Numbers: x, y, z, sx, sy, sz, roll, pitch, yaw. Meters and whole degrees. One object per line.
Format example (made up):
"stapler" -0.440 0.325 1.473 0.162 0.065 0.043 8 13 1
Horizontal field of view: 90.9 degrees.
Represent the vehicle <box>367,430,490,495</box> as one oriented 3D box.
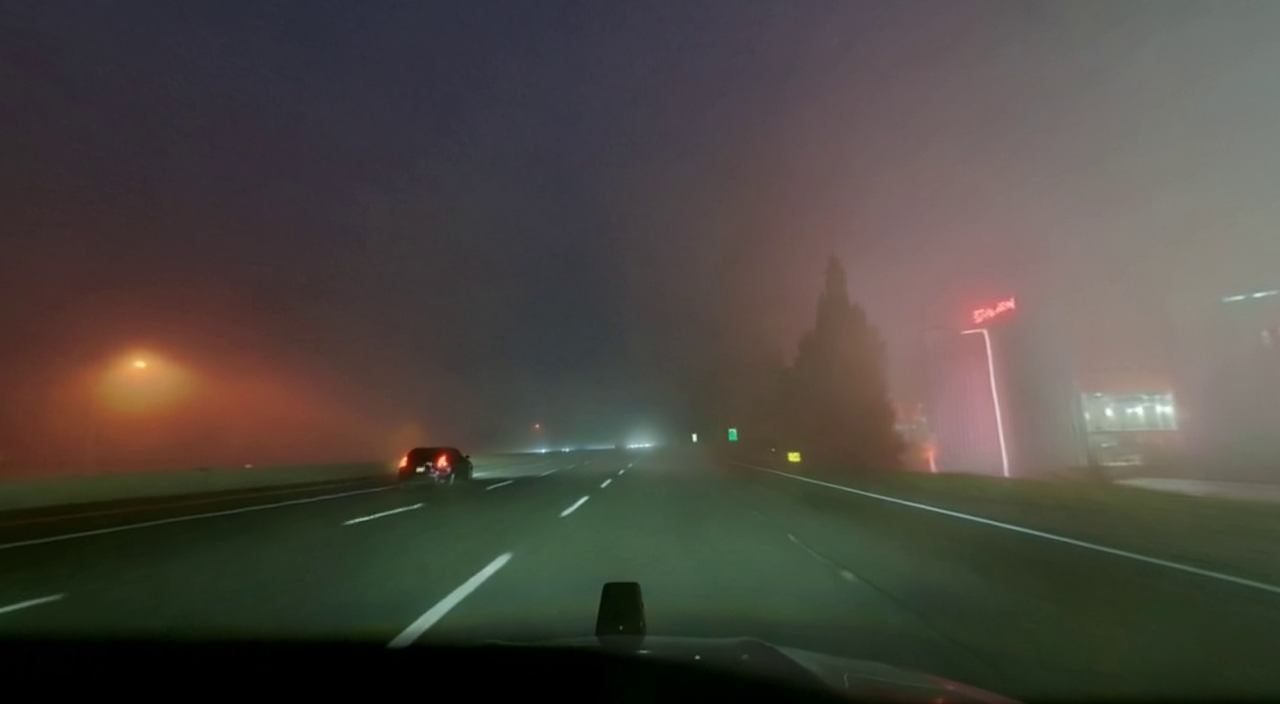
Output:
"vehicle" -6.527 3.479 20.162 2.145 1.793 4.762 -1 -9 2
